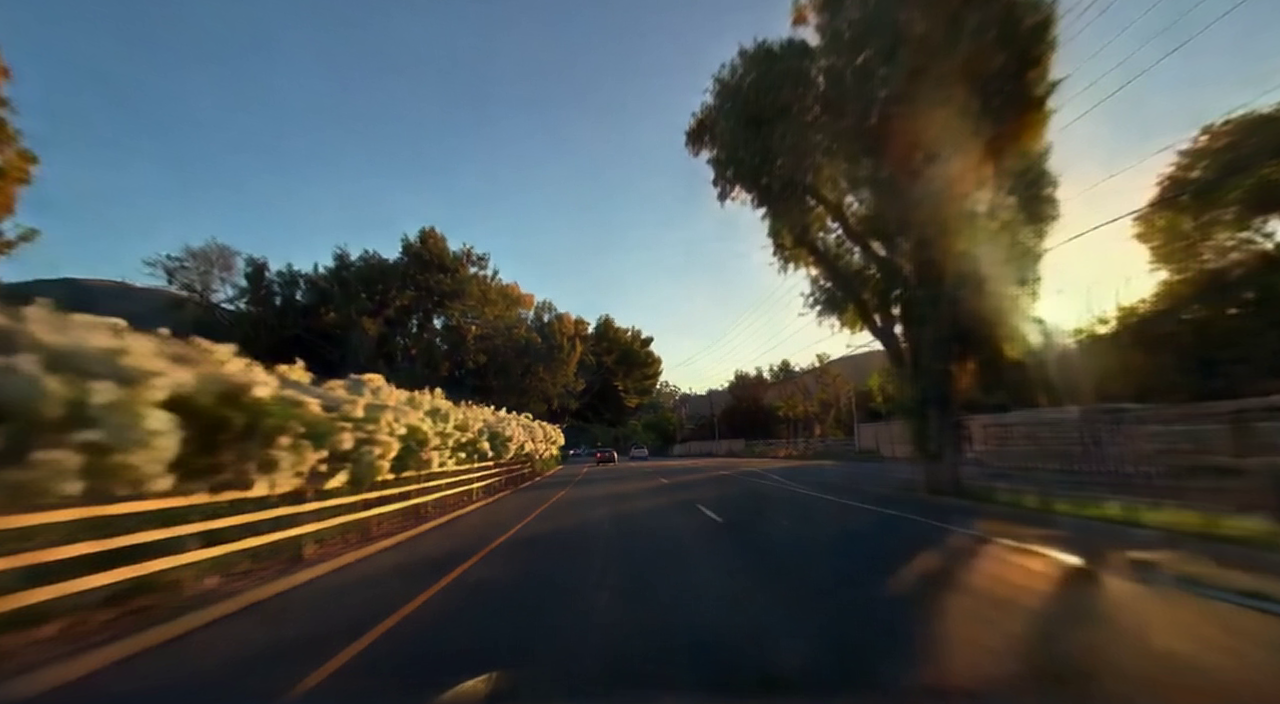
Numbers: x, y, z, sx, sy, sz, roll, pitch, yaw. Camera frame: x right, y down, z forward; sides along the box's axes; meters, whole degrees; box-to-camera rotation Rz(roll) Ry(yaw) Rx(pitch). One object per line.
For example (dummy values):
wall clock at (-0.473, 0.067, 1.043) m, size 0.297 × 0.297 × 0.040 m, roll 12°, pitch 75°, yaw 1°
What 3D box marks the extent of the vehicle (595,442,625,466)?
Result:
vehicle at (-2.217, 7.364, 45.441) m, size 2.005 × 1.633 × 4.044 m, roll 1°, pitch -8°, yaw -4°
